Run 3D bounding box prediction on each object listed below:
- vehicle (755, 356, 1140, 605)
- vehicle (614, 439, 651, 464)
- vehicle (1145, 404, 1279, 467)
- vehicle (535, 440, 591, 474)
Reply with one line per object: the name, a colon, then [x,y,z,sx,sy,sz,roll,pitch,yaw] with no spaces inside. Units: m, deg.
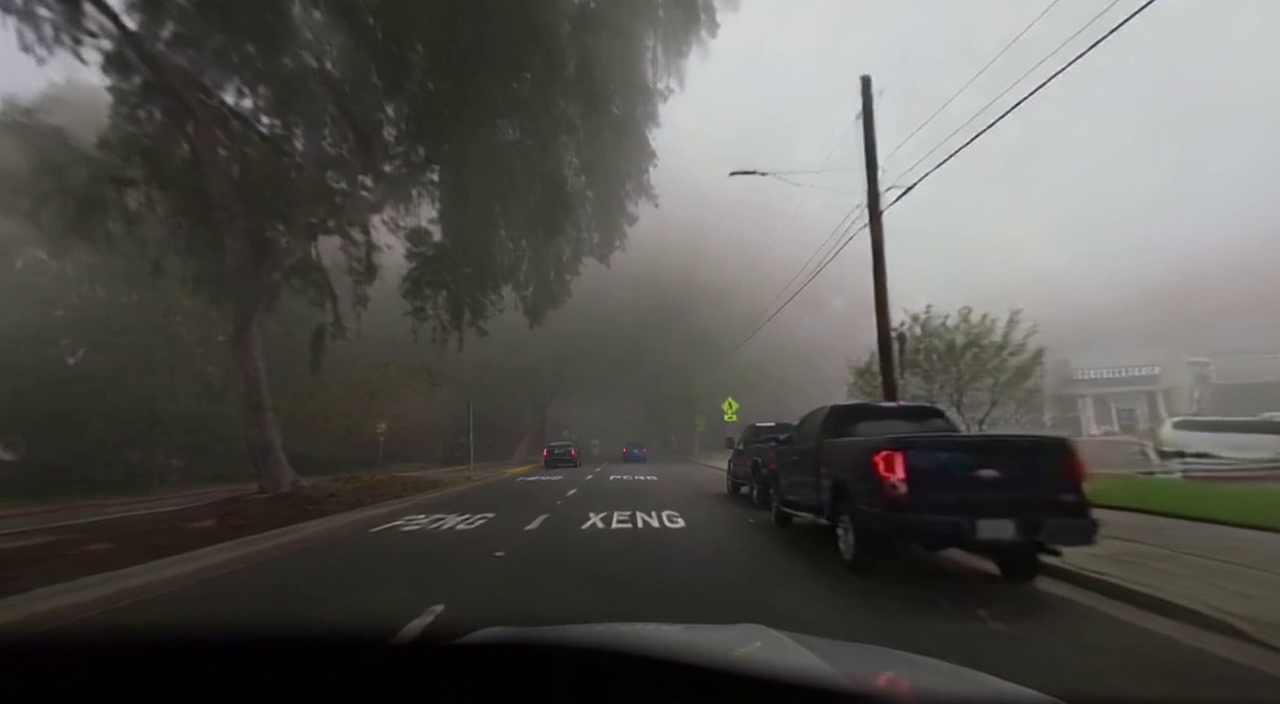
vehicle: [3.006,1.438,7.977,2.072,2.017,5.590,0,-8,0]
vehicle: [-0.488,6.275,39.809,2.187,1.478,4.138,0,-8,-1]
vehicle: [15.789,2.079,15.587,1.881,1.477,4.617,4,-9,-27]
vehicle: [-3.487,4.855,29.457,2.083,1.460,4.527,0,-8,0]
